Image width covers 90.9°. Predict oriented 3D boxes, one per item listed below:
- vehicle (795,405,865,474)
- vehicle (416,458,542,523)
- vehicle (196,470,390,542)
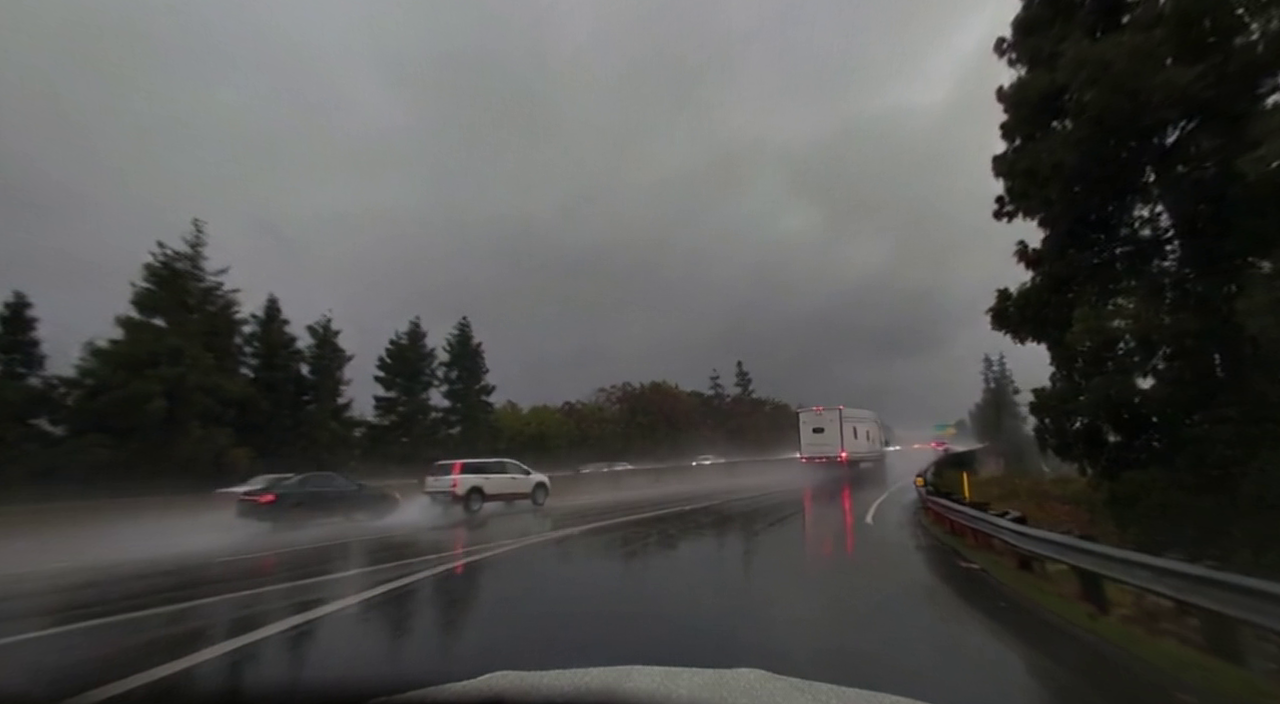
[{"bbox_3d":[13.643,6.283,44.692,3.123,4.328,9.076,-5,-10,26],"label":"vehicle"},{"bbox_3d":[-4.415,3.780,17.649,1.778,1.560,3.030,-5,-10,28],"label":"vehicle"},{"bbox_3d":[-9.129,4.017,16.995,1.872,1.536,4.134,-5,-10,28],"label":"vehicle"}]
